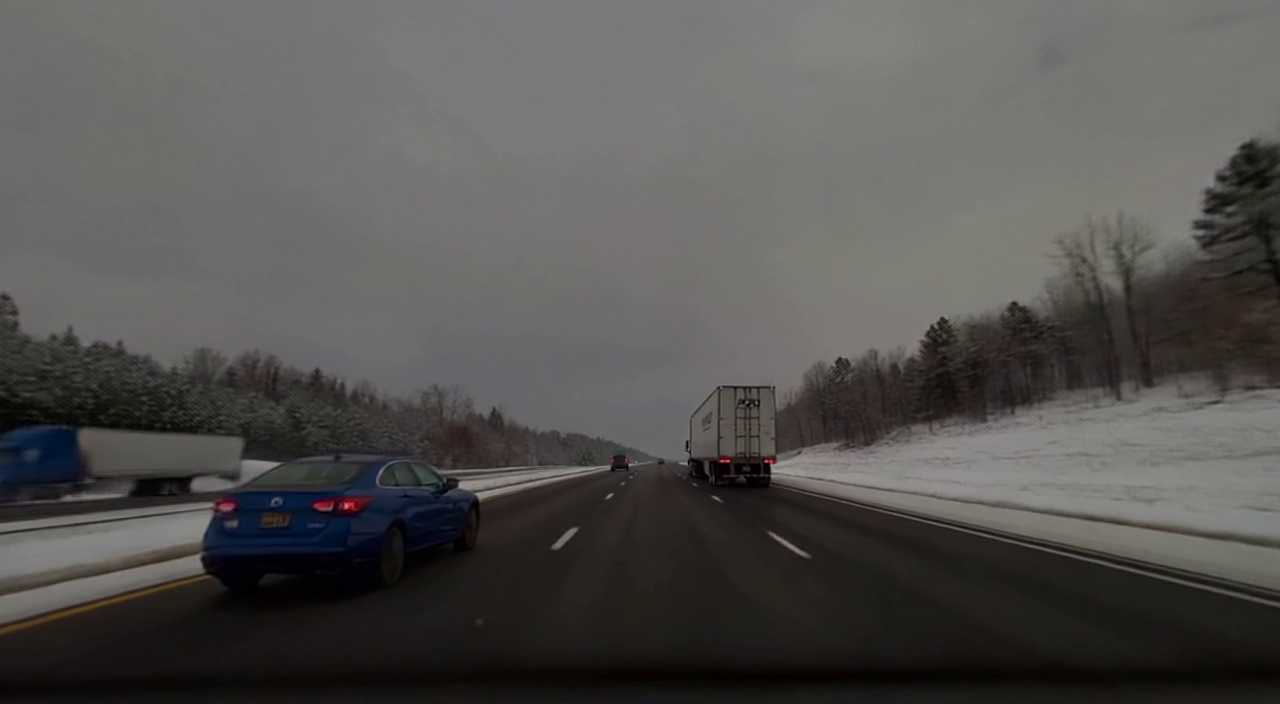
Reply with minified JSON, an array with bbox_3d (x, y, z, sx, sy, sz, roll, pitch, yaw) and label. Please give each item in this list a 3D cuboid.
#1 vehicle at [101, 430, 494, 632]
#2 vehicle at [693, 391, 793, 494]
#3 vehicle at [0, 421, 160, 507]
[{"bbox_3d":[-3.155,1.728,7.093,1.945,1.537,4.294,0,-9,1],"label":"vehicle"},{"bbox_3d":[4.592,4.639,31.701,2.832,4.034,13.924,0,-9,1],"label":"vehicle"},{"bbox_3d":[-22.193,4.383,24.322,2.480,2.774,6.349,-4,-10,-1],"label":"vehicle"}]
